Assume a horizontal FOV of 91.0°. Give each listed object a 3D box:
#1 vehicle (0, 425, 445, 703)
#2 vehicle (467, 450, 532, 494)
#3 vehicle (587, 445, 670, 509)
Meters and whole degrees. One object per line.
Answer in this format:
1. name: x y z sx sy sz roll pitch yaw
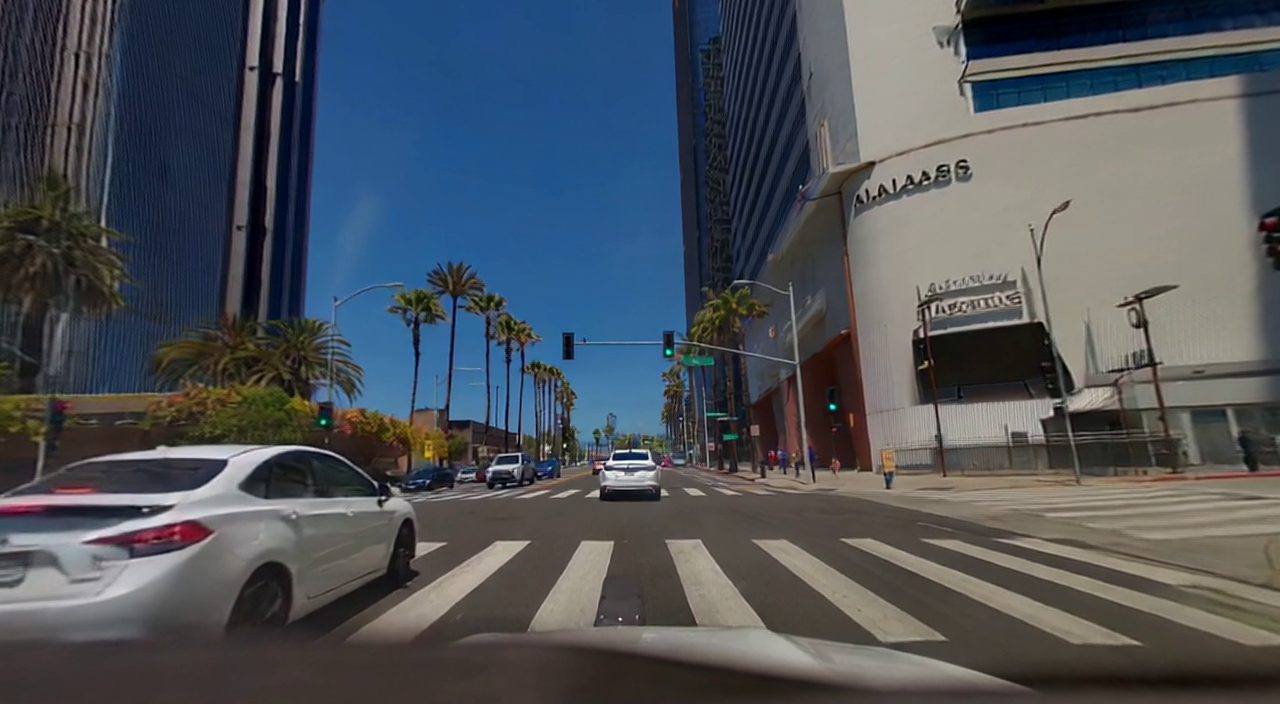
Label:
1. vehicle: -3.300 1.392 4.947 2.096 1.492 4.666 0 -8 -1
2. vehicle: -6.718 5.753 30.582 2.070 1.893 4.738 0 -8 0
3. vehicle: -0.316 3.554 18.425 2.145 1.632 3.972 0 -8 -1
